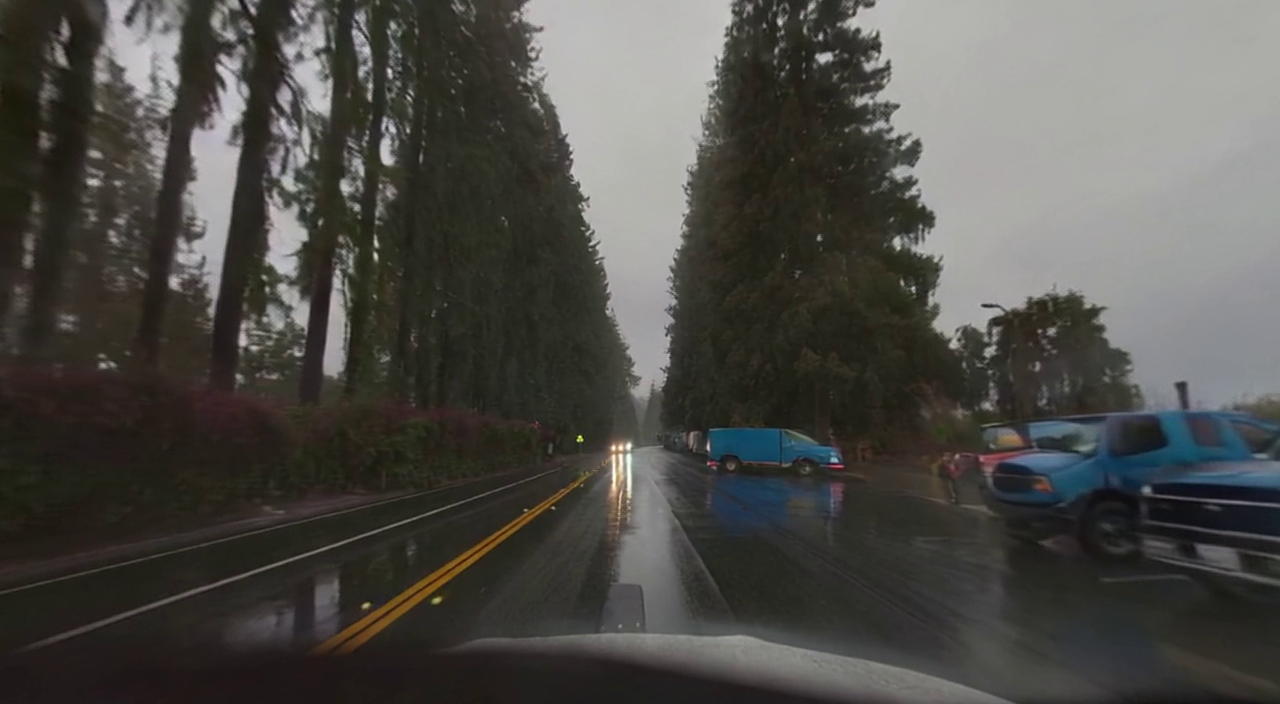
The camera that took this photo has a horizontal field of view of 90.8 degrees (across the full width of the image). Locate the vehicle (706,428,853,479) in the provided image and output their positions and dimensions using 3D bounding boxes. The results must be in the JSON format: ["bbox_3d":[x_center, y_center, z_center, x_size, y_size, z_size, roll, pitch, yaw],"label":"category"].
[{"bbox_3d":[5.944,4.419,27.682,5.797,2.070,2.502,0,-8,-1],"label":"vehicle"}]

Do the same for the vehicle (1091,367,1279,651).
[{"bbox_3d":[6.712,1.130,4.824,4.937,1.879,2.156,0,-8,-4],"label":"vehicle"}]
